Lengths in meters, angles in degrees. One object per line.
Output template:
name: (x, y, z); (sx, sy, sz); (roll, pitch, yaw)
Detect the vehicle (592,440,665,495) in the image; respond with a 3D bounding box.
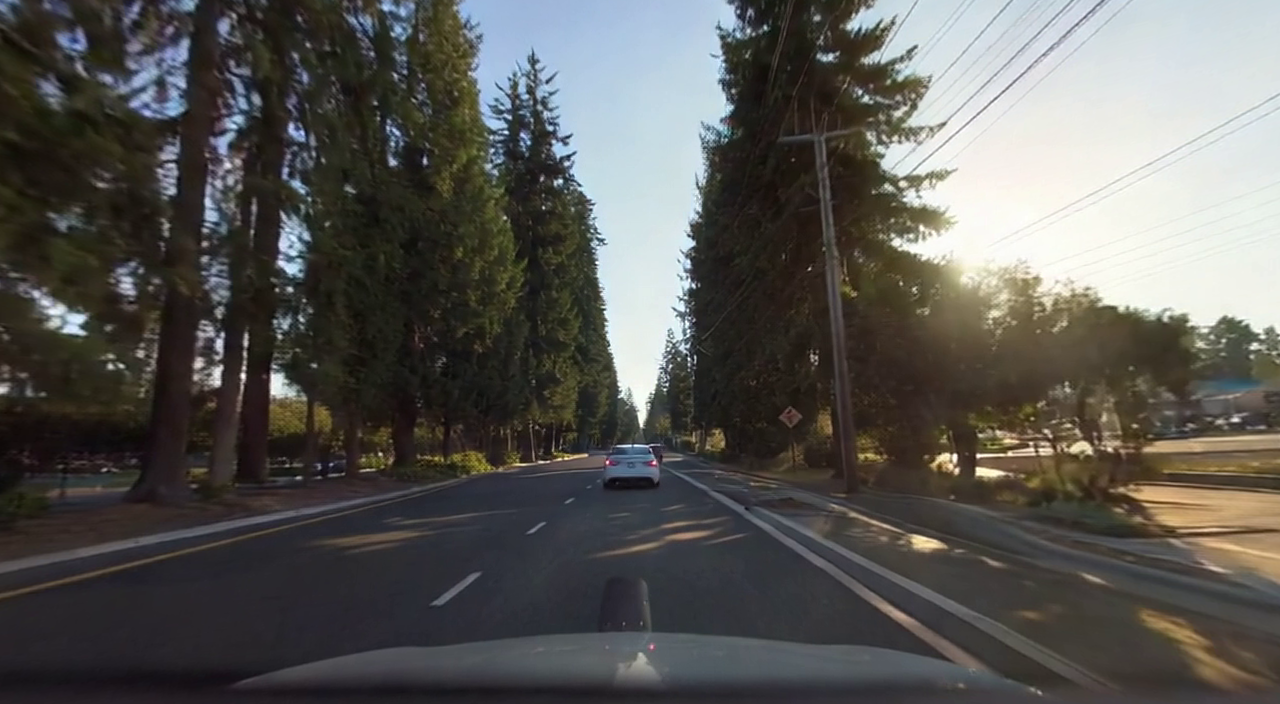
vehicle: (-0.316, 3.459, 19.174); (1.991, 1.463, 3.988); (0, -8, 0)

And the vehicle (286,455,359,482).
vehicle: (-19.331, 7.076, 38.442); (1.934, 1.457, 4.741); (0, -9, 1)
